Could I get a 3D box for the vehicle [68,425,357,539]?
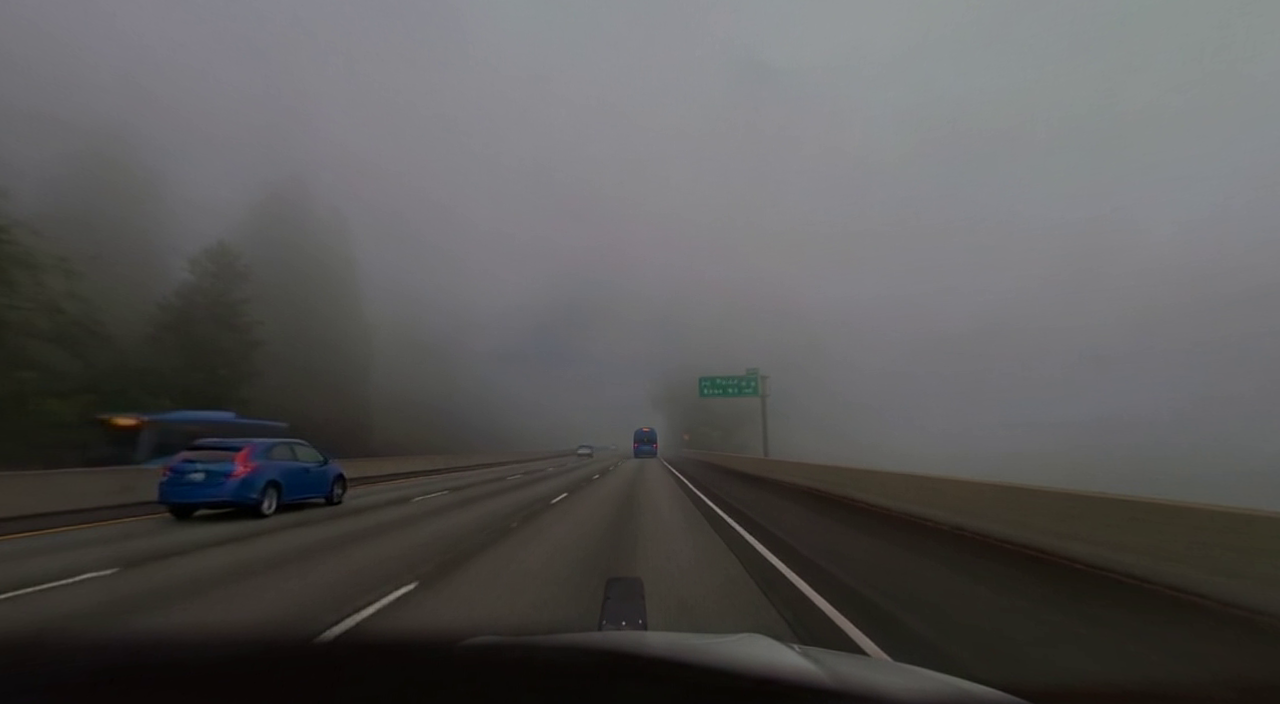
[{"bbox_3d":[-7.459,2.283,11.806,2.080,1.674,4.660,0,-8,1],"label":"vehicle"}]
